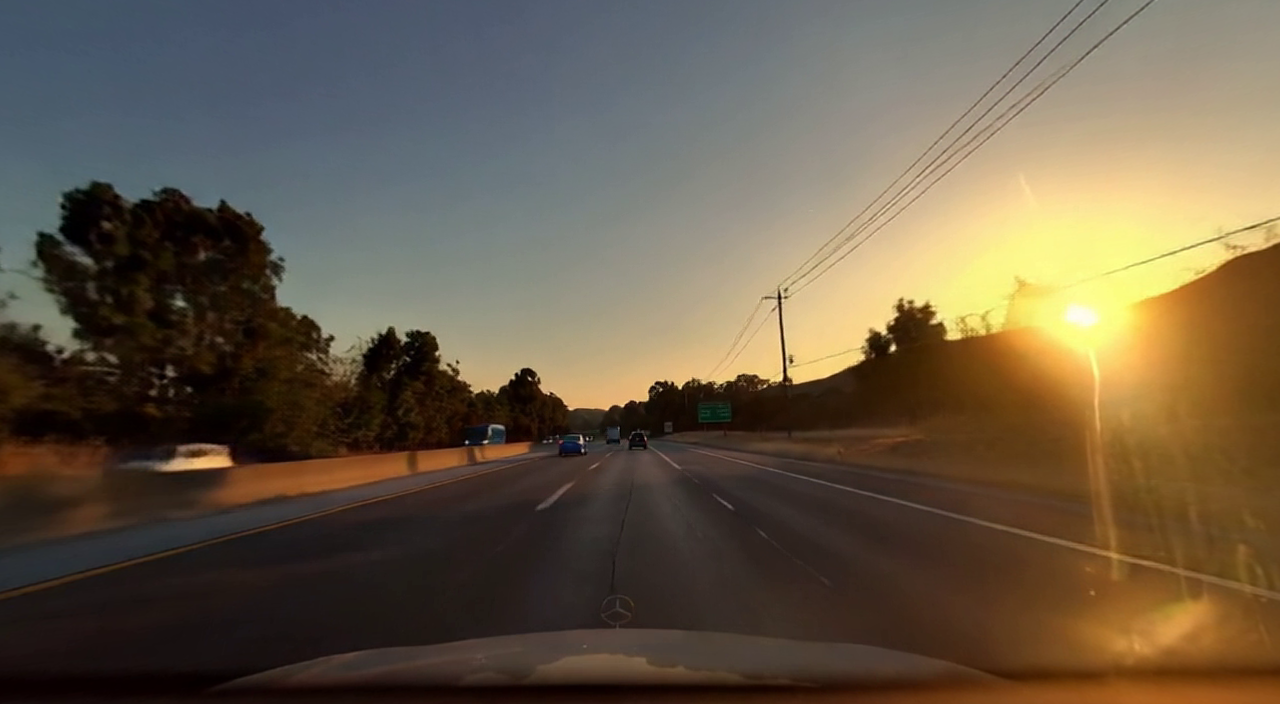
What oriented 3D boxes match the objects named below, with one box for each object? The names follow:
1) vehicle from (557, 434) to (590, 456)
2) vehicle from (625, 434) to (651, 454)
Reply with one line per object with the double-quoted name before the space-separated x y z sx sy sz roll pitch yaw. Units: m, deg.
"vehicle" -4.569 6.443 43.811 1.911 1.477 3.807 0 -8 0
"vehicle" -0.172 6.869 47.221 1.890 1.472 3.716 0 -8 -1
